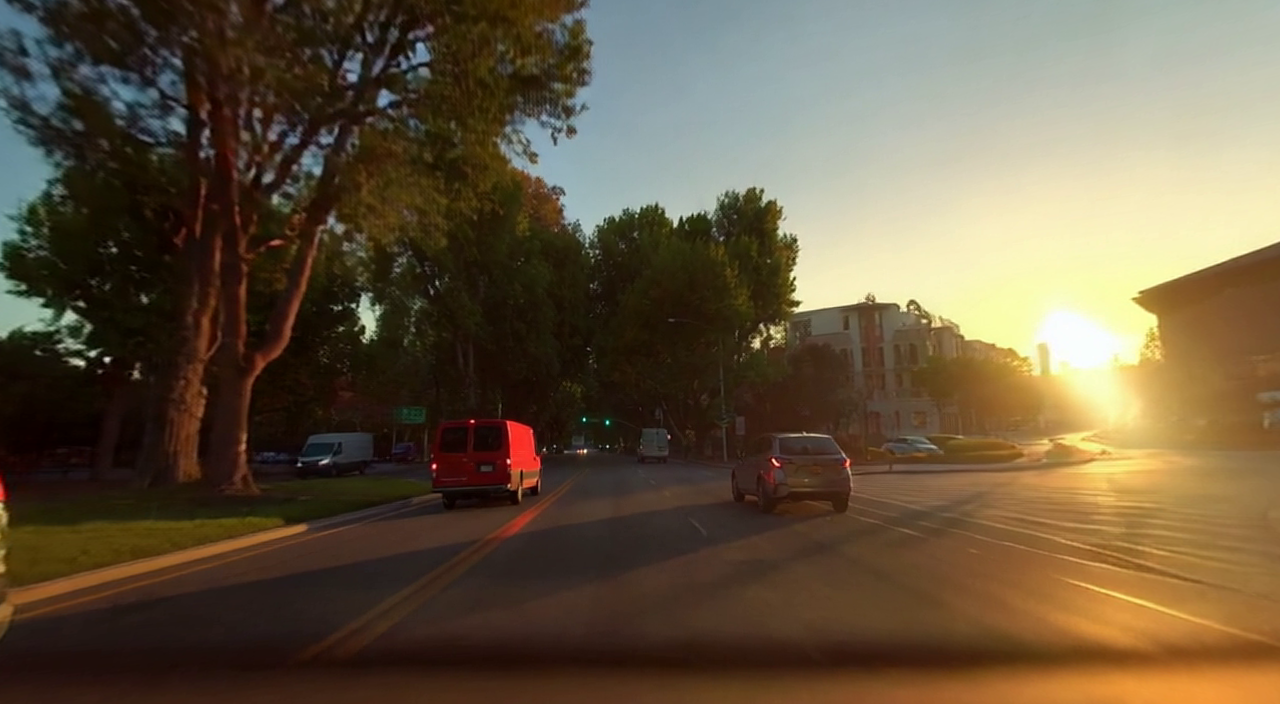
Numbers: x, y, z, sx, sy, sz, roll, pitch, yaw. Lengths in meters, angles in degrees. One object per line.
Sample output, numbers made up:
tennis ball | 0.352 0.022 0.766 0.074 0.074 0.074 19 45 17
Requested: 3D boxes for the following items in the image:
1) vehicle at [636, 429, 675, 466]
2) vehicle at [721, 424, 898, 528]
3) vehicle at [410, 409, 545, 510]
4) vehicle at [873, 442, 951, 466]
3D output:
vehicle | 1.046 7.181 47.403 2.397 2.566 5.324 0 -9 -4
vehicle | 3.050 2.365 12.600 2.087 1.658 4.612 0 -9 -2
vehicle | -3.982 2.752 16.494 2.420 2.227 4.499 0 -9 -1
vehicle | 17.591 6.597 40.980 4.210 1.480 1.922 2 -9 -11
